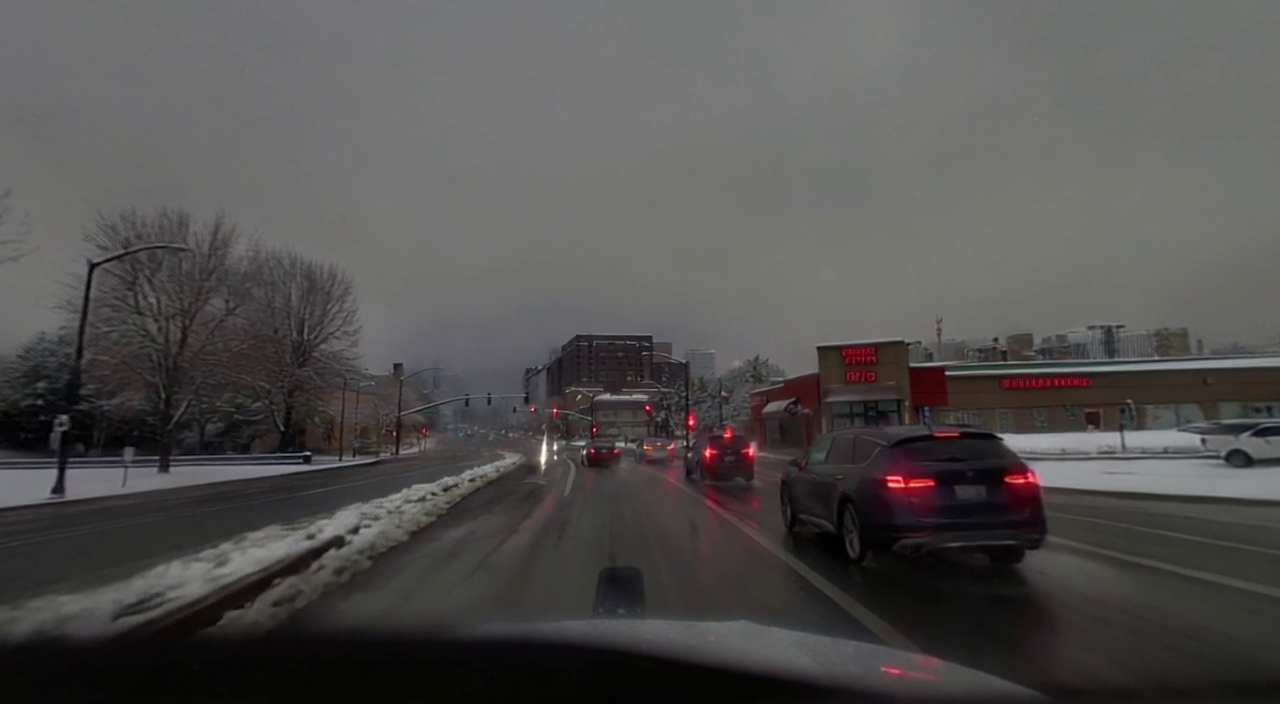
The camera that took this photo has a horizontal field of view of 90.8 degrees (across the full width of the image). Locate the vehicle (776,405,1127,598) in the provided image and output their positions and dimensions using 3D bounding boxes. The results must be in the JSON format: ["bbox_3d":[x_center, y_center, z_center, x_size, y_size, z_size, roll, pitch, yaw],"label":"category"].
[{"bbox_3d":[3.129,1.553,7.488,1.966,1.596,3.980,-1,-8,-2],"label":"vehicle"}]

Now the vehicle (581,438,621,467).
[{"bbox_3d":[-2.228,5.593,35.175,2.068,1.512,3.987,1,-9,-6],"label":"vehicle"}]

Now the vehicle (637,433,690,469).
[{"bbox_3d":[1.206,5.364,34.490,2.216,1.750,4.520,0,-8,-6],"label":"vehicle"}]

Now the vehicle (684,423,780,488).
[{"bbox_3d":[2.693,3.182,19.641,2.046,1.768,4.370,1,-9,-4],"label":"vehicle"}]
